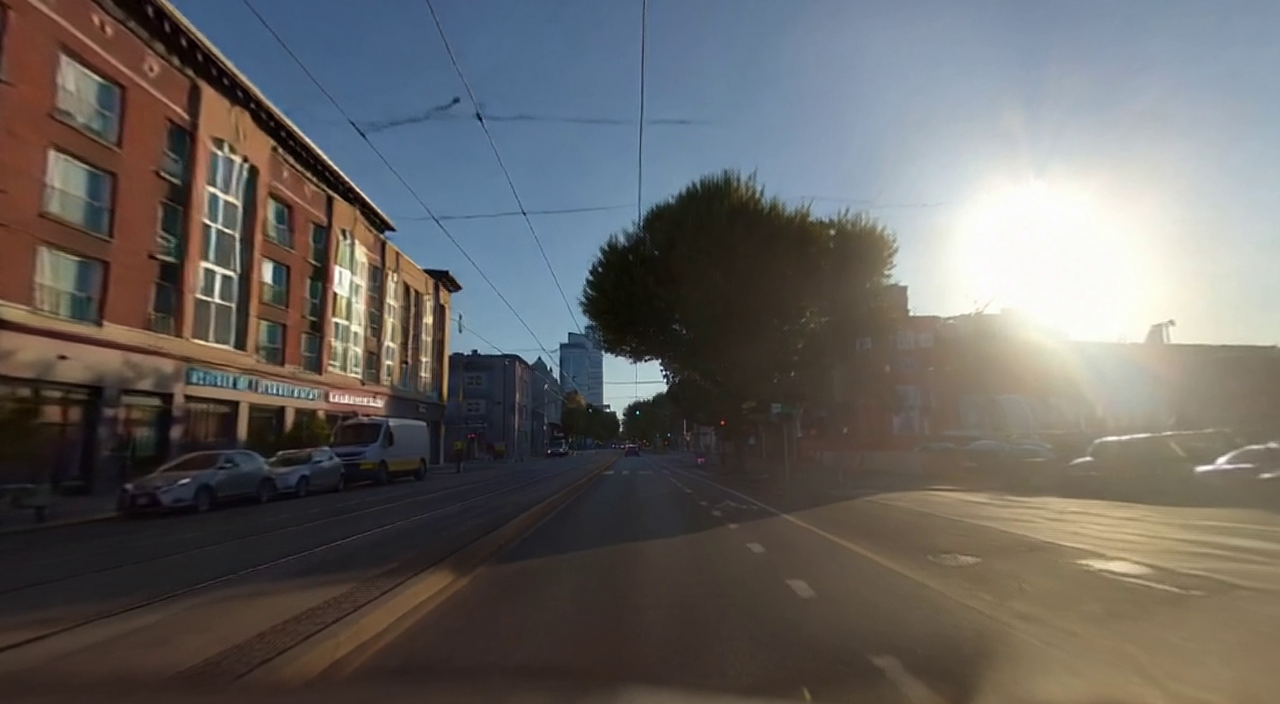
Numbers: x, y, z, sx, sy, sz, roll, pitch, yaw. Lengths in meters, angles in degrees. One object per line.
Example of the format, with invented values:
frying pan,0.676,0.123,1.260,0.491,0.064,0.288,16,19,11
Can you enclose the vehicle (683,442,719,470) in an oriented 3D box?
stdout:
vehicle,3.593,6.144,37.510,1.819,1.546,3.681,0,-8,1

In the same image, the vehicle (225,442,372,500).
vehicle,-10.169,3.539,19.282,1.789,1.484,4.916,-1,-8,0

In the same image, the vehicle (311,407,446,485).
vehicle,-10.590,3.926,26.553,2.378,2.765,7.920,0,-8,-1

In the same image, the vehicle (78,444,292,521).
vehicle,-10.066,2.862,14.436,1.897,1.464,4.209,1,-8,-3
